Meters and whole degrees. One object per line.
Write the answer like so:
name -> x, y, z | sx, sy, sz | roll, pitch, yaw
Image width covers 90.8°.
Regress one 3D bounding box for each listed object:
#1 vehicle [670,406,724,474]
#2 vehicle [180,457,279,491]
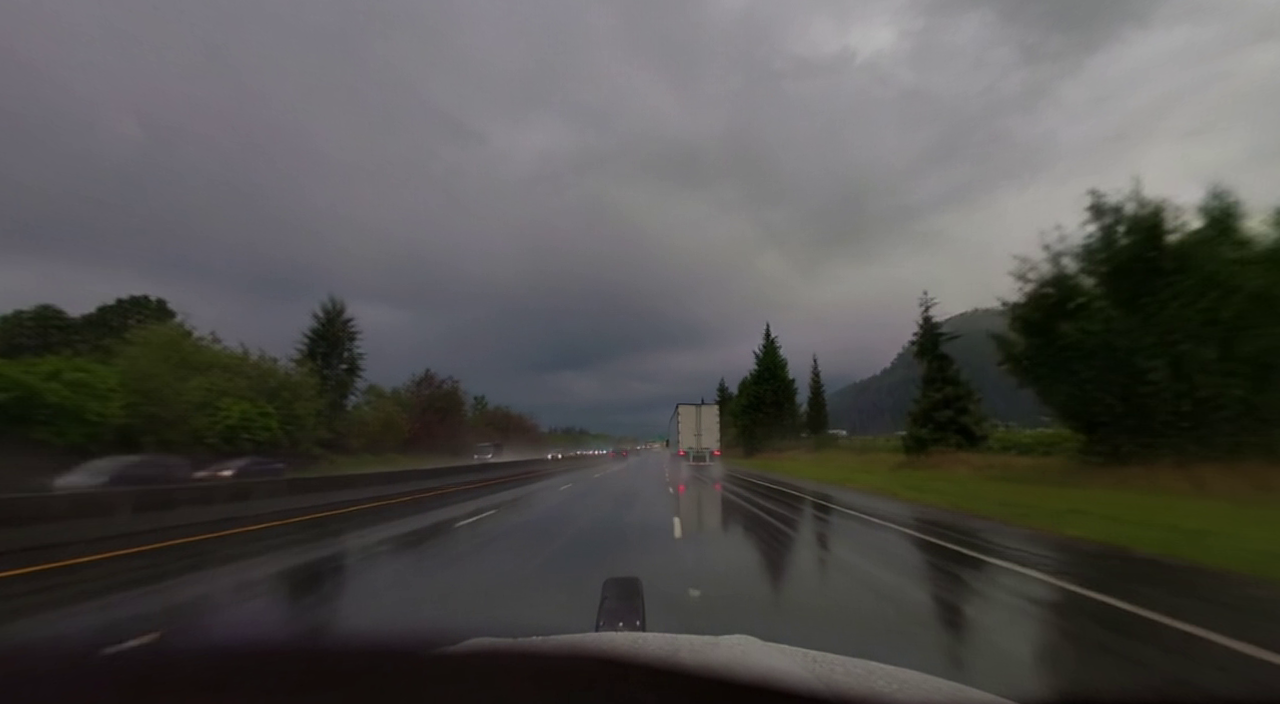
vehicle -> 3.720, 6.359, 44.651 | 2.901, 4.032, 14.338 | 0, -9, 2
vehicle -> -19.650, 5.817, 30.424 | 1.802, 1.455, 4.193 | 0, -9, 2
